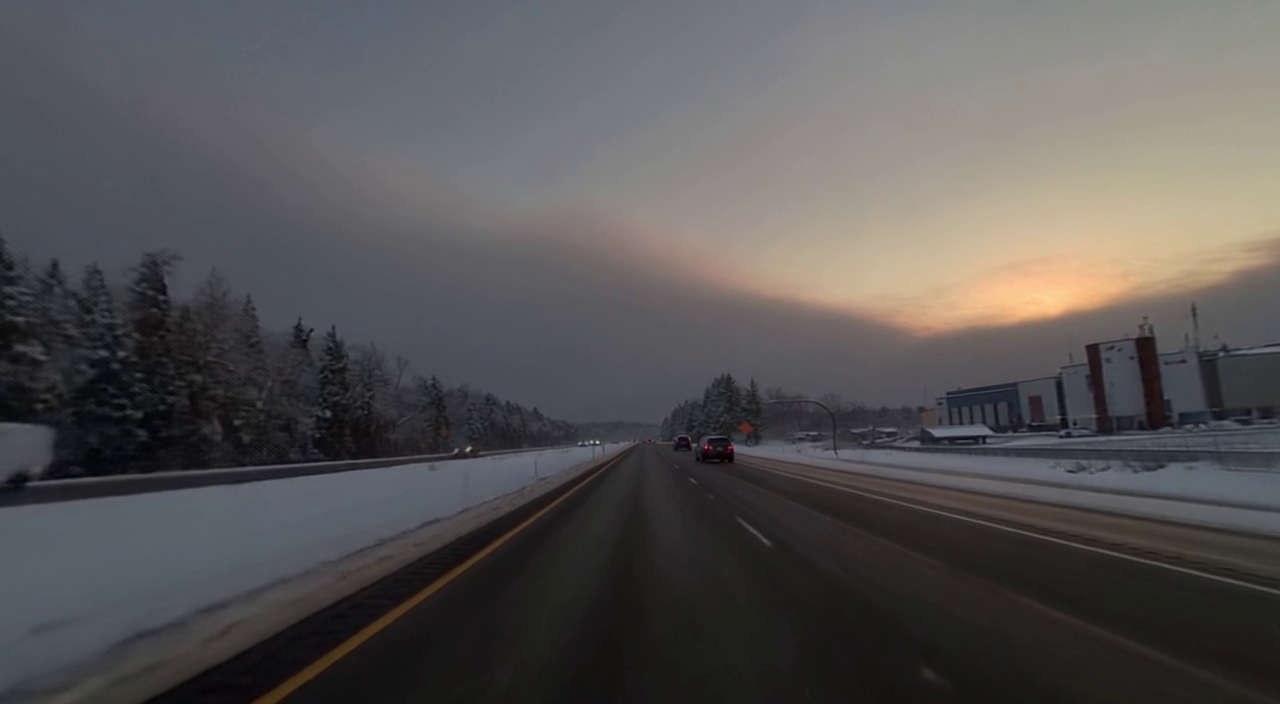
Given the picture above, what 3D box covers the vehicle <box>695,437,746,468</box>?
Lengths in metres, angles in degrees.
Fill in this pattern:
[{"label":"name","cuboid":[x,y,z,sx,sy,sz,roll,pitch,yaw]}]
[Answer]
[{"label":"vehicle","cuboid":[4.124,5.216,32.944,2.062,1.518,4.026,0,-8,0]}]
